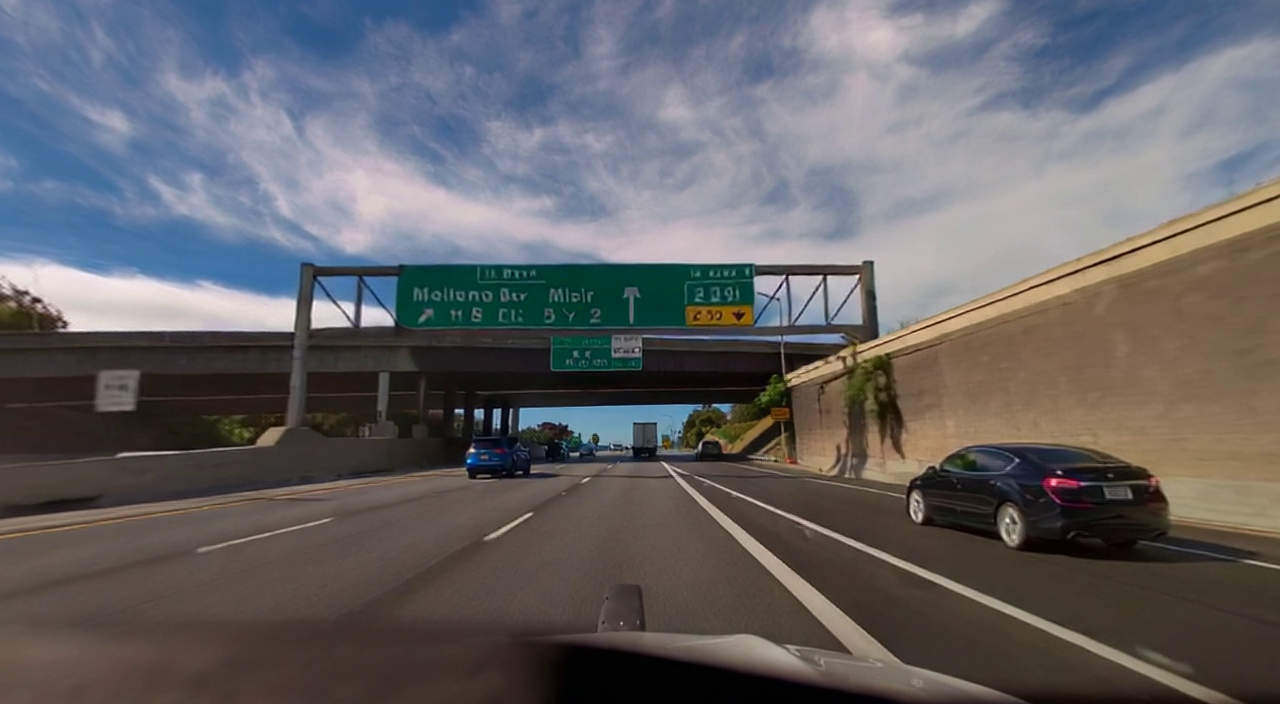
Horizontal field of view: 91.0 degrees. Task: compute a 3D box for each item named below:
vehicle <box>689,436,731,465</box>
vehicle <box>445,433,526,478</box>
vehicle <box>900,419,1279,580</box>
[{"bbox_3d":[4.784,6.848,43.911,2.220,1.898,4.752,0,-9,-2],"label":"vehicle"},{"bbox_3d":[-6.523,4.440,27.243,2.179,1.753,4.999,0,-9,0],"label":"vehicle"},{"bbox_3d":[5.519,1.747,8.319,2.075,1.510,4.569,0,-9,-2],"label":"vehicle"}]
